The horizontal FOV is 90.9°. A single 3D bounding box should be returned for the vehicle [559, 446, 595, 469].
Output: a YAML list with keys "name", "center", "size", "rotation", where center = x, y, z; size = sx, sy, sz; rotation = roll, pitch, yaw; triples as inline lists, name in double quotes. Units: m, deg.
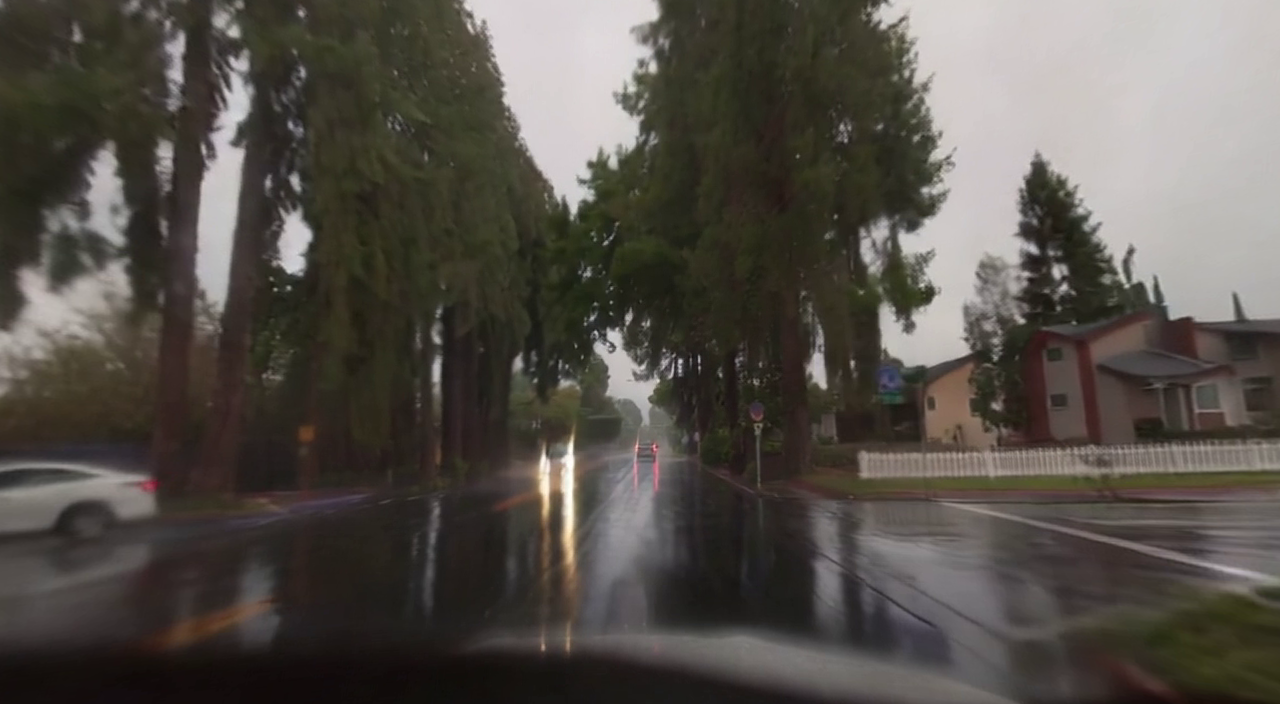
- name: "vehicle"
  center: [-4.549, 7.708, 46.252]
  size: [1.927, 1.521, 4.571]
  rotation: [0, -8, 3]

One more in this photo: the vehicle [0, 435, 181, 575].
- name: "vehicle"
  center: [-9.662, 2.235, 9.056]
  size: [4.594, 1.696, 1.971]
  rotation: [-4, -8, -2]
